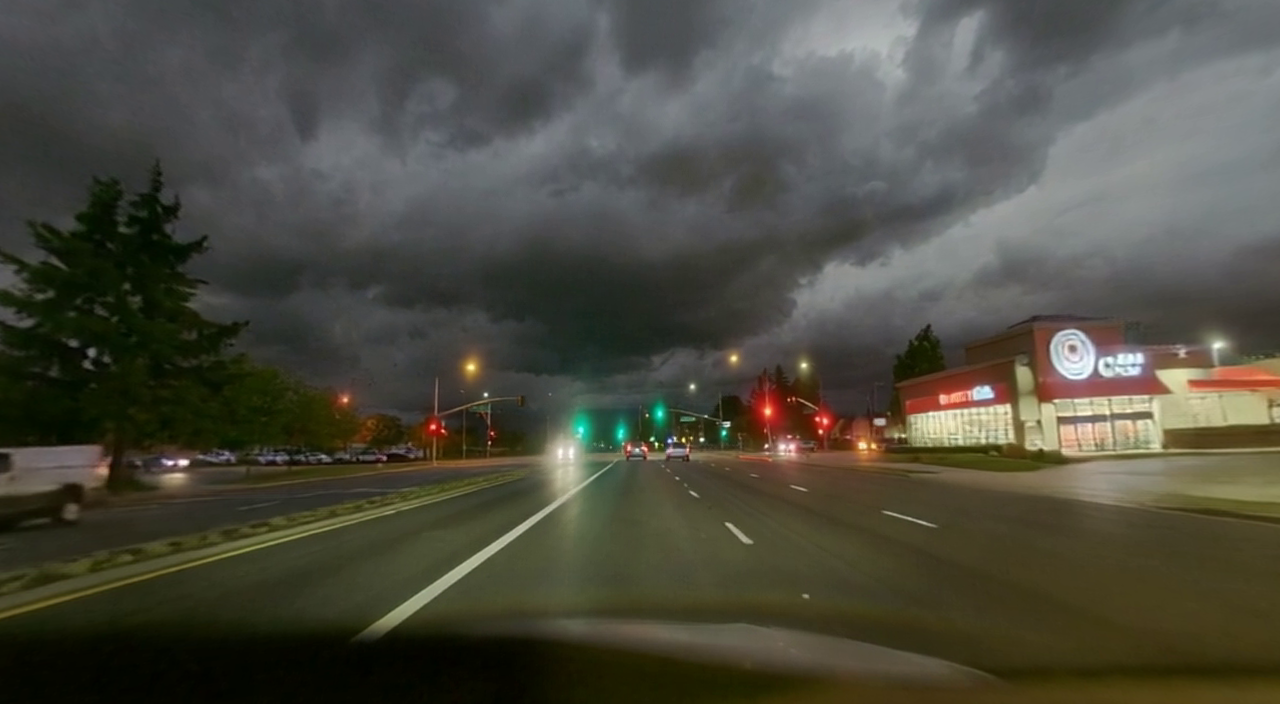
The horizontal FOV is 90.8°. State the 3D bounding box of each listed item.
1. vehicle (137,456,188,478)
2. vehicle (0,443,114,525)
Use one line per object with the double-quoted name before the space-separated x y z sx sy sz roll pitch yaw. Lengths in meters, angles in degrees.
"vehicle" -34.318 8.248 45.355 4.381 1.430 1.899 -7 -11 40
"vehicle" -14.752 2.927 14.177 1.967 1.756 4.471 0 -9 0
